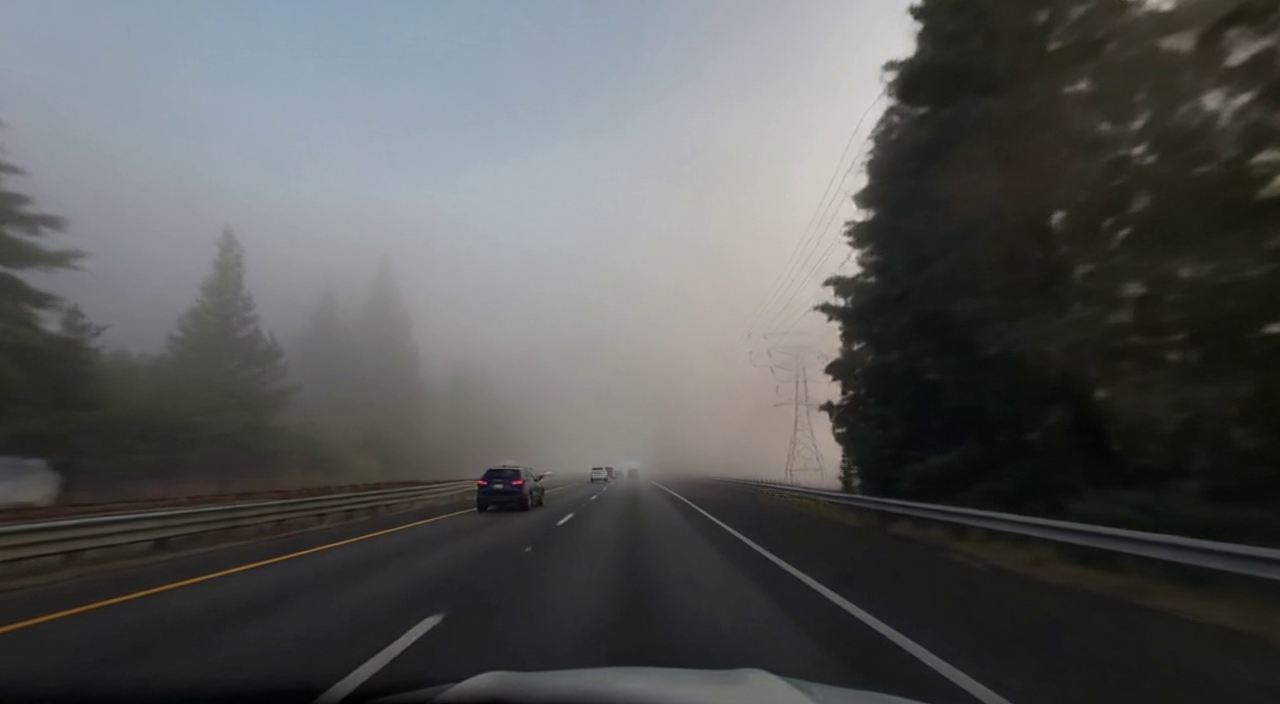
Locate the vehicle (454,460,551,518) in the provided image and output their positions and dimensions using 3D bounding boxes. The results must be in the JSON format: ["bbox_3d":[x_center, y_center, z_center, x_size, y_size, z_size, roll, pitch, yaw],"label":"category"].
[{"bbox_3d":[-3.984,4.062,19.040,1.963,1.501,4.227,1,-11,0],"label":"vehicle"}]
